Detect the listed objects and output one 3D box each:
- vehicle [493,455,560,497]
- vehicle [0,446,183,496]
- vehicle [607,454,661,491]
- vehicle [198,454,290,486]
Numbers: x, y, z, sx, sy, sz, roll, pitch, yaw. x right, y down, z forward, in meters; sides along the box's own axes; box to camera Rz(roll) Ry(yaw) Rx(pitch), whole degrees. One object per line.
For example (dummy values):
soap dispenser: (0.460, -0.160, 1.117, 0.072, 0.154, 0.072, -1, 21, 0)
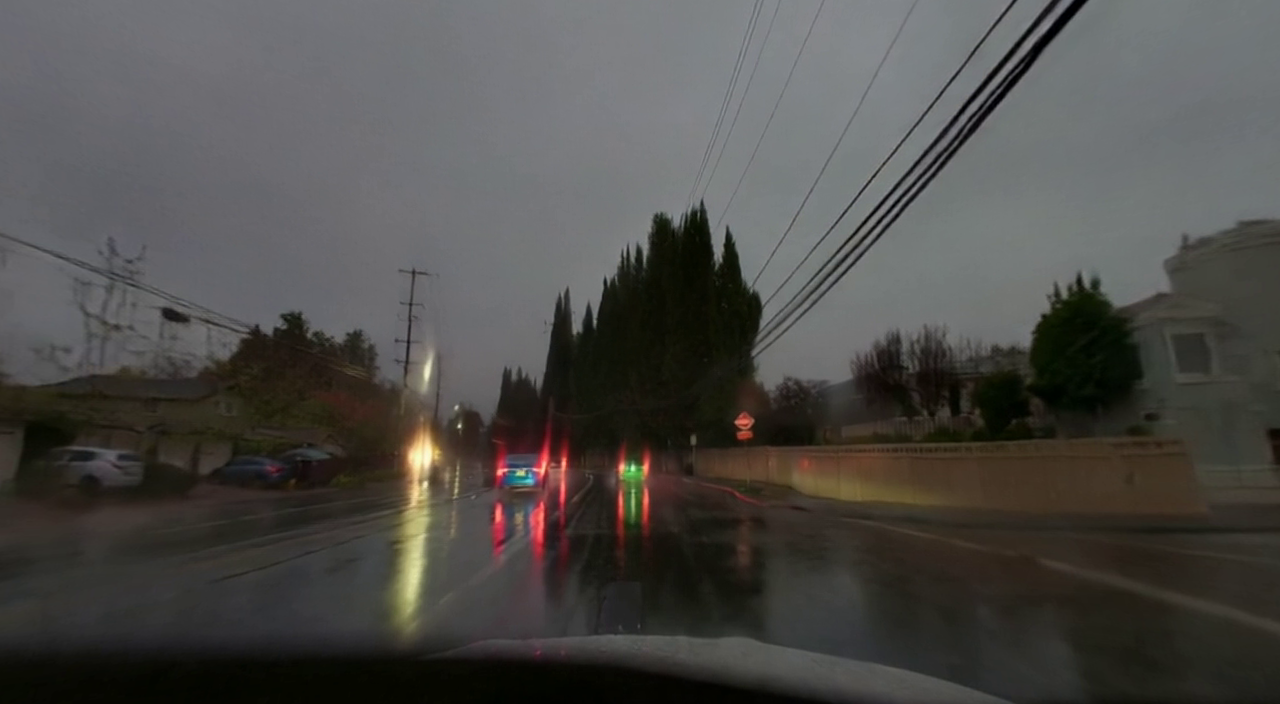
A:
vehicle: (-4.249, 4.703, 24.263, 1.913, 1.425, 4.235, 0, -9, -2)
vehicle: (-23.062, 4.990, 26.701, 5.681, 1.954, 2.200, 0, -9, -1)
vehicle: (-0.343, 5.433, 28.779, 2.168, 1.504, 4.284, 1, -9, -4)
vehicle: (-22.115, 6.571, 35.410, 3.836, 1.693, 1.849, 1, -9, -7)
